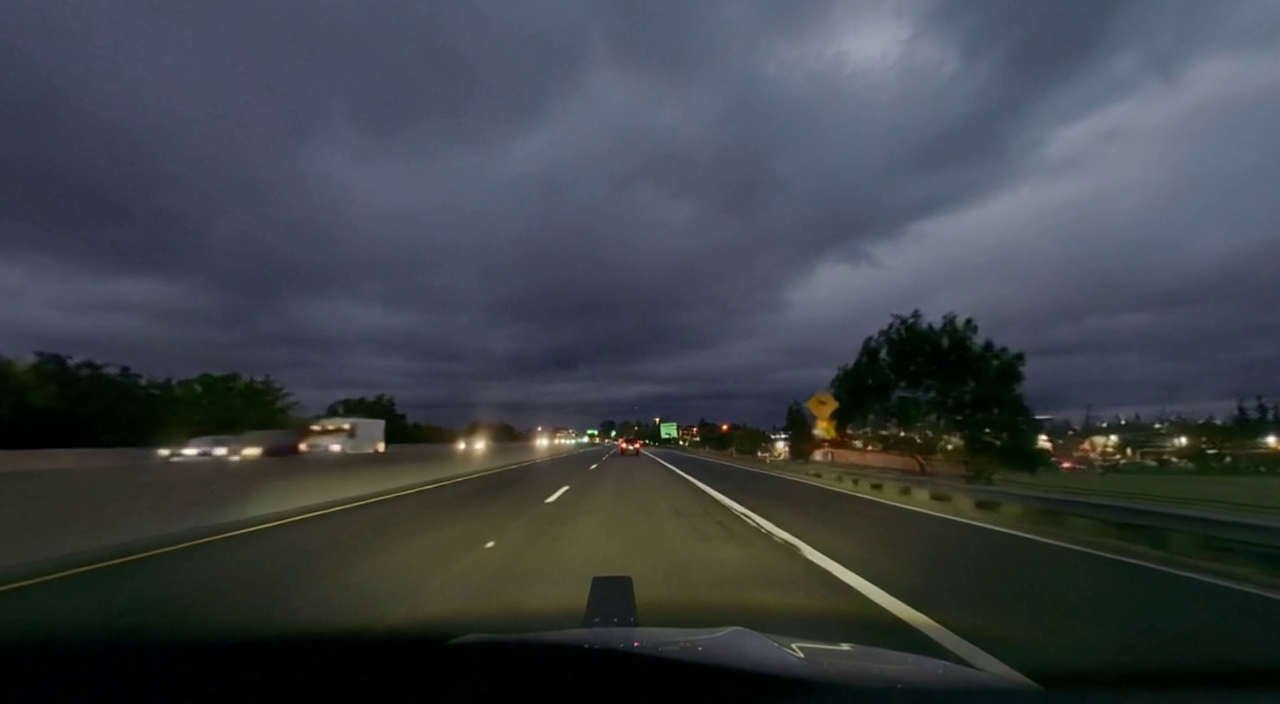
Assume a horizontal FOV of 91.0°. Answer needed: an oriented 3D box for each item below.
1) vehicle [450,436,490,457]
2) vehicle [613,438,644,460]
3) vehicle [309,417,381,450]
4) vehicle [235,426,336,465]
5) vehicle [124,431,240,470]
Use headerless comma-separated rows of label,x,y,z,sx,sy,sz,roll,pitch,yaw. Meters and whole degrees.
vehicle,-12.989,7.215,48.321,1.901,1.507,4.711,0,-8,-1
vehicle,-0.868,6.960,45.239,2.099,1.504,3.843,0,-8,-2
vehicle,-16.334,4.584,35.102,1.945,1.723,4.462,0,-8,-1
vehicle,-16.238,4.318,29.150,2.092,1.633,4.489,0,-8,-1
vehicle,-19.960,4.304,27.710,1.926,1.524,4.334,0,-8,-2
